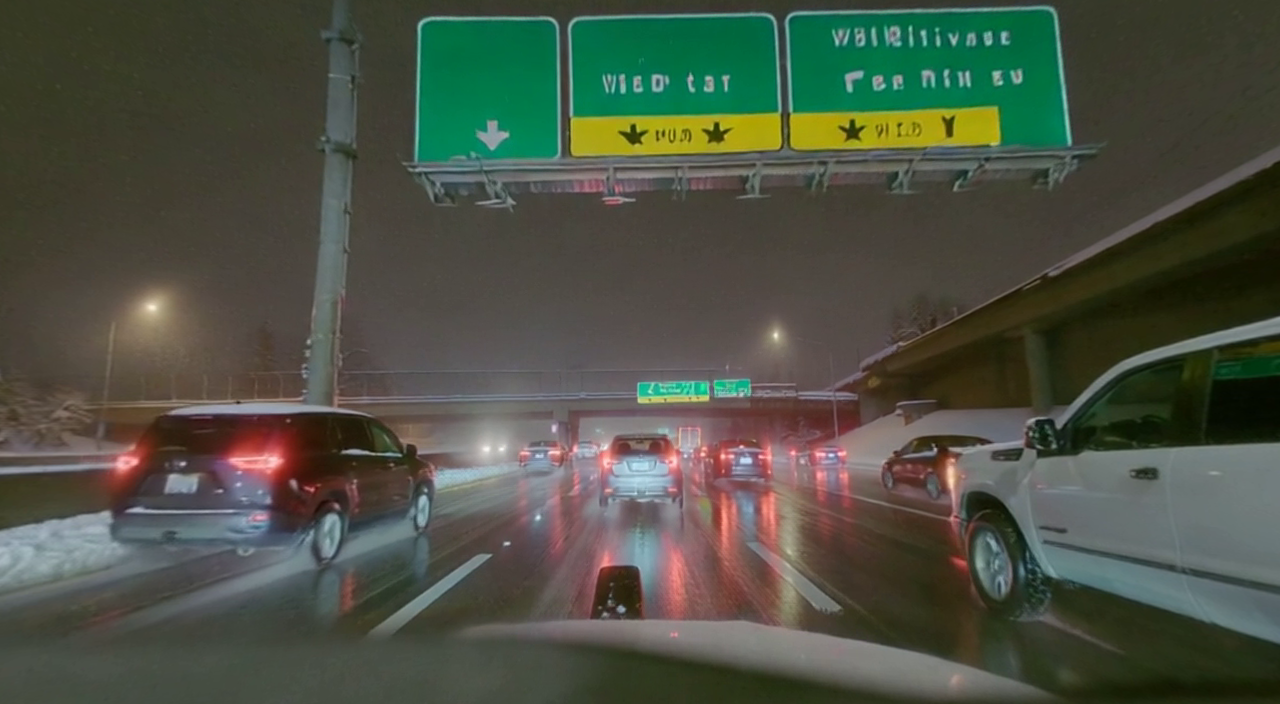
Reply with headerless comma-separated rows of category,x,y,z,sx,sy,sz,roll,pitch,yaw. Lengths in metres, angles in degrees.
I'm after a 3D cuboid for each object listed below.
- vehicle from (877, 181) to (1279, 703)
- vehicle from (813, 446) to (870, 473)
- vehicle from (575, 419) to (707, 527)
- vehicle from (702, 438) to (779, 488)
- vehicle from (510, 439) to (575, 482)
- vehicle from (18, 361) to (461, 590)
vehicle,3.476,0.695,3.439,2.300,2.242,5.327,0,-9,0
vehicle,12.169,6.506,38.344,1.797,1.557,4.653,1,-9,-2
vehicle,0.040,2.320,12.588,2.181,1.756,4.167,0,-9,0
vehicle,3.546,4.025,23.124,2.022,1.633,4.651,1,-9,-1
vehicle,-4.106,4.649,27.257,1.982,1.655,4.604,0,-9,1
vehicle,-4.573,1.589,8.920,2.212,2.101,6.052,0,-9,0
